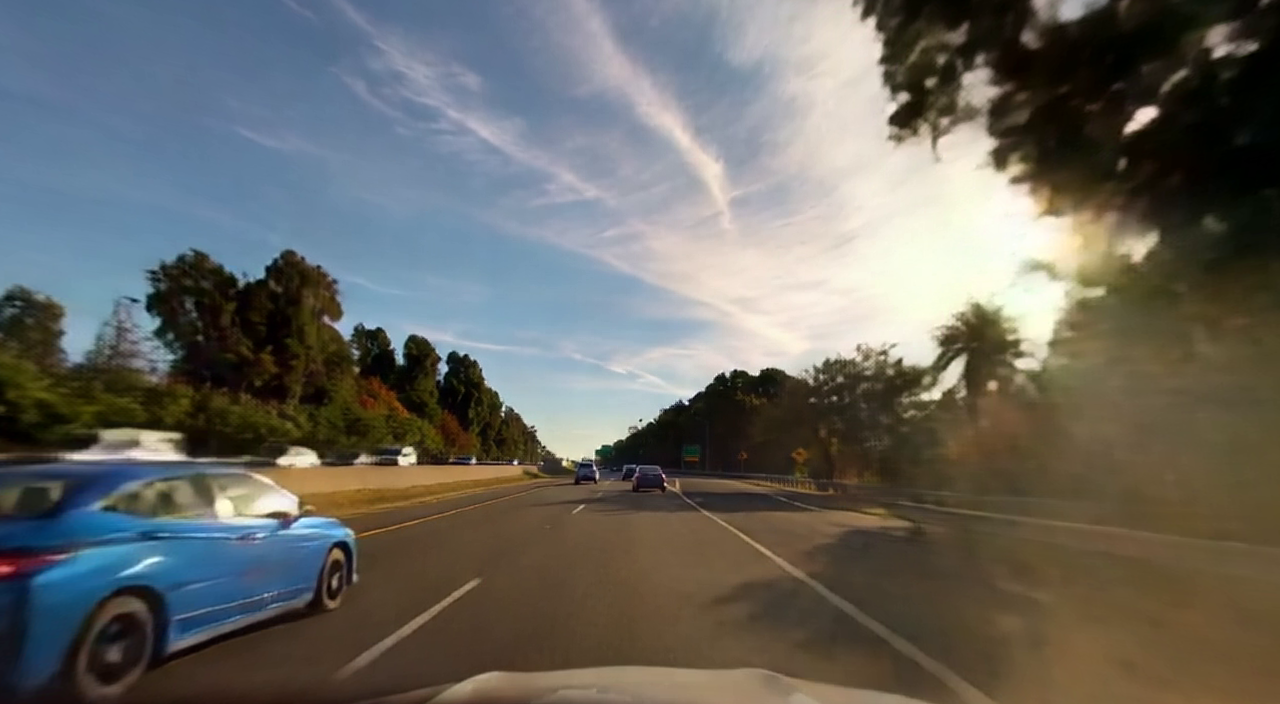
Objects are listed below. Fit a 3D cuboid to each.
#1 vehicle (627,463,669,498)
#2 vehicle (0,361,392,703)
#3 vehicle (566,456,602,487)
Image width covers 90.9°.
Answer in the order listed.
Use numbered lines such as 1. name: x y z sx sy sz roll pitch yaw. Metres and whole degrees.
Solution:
1. vehicle: 0.331 6.208 30.554 1.905 1.559 3.491 1 -11 -2
2. vehicle: -3.554 1.128 3.747 2.176 1.678 4.724 0 -11 0
3. vehicle: -4.163 8.995 47.410 2.237 2.113 4.815 1 -11 0
